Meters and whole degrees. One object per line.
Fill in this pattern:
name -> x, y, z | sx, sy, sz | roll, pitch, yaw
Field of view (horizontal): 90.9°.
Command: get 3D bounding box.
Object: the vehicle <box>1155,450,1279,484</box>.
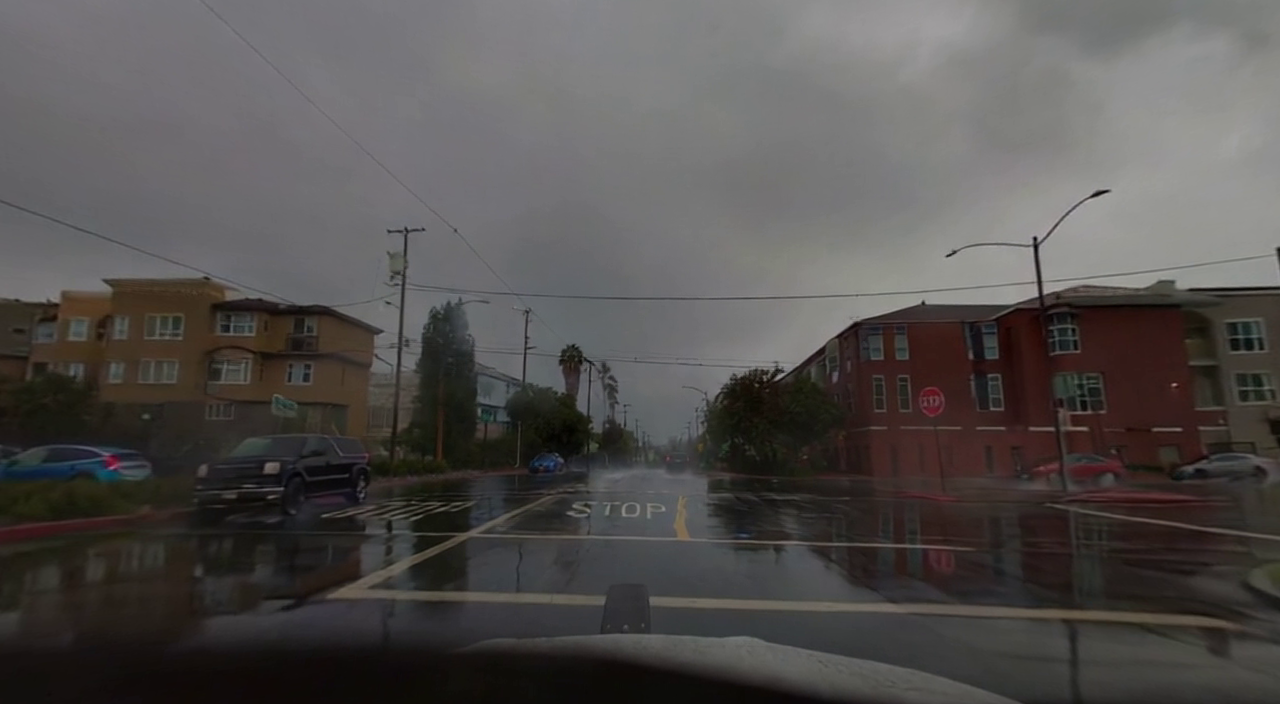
vehicle -> 27.805, 5.505, 30.304 | 4.323, 1.507, 1.896 | 0, -8, 1

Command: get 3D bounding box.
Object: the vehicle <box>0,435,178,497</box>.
vehicle -> -16.331, 3.191, 17.968 | 2.010, 1.583, 4.582 | -7, -11, 39

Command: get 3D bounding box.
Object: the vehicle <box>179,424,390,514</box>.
vehicle -> -7.504, 2.572, 14.092 | 2.156, 1.620, 4.945 | 1, -10, -5

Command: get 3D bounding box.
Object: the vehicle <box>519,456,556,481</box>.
vehicle -> -7.294, 8.290, 45.147 | 1.904, 1.475, 3.784 | 0, -6, 2

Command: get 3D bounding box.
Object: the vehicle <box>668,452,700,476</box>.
vehicle -> 2.841, 7.356, 41.637 | 1.851, 1.471, 4.372 | 0, -8, 0

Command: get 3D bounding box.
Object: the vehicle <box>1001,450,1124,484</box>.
vehicle -> 20.312, 5.518, 30.420 | 4.528, 1.458, 1.939 | 0, -7, 0
